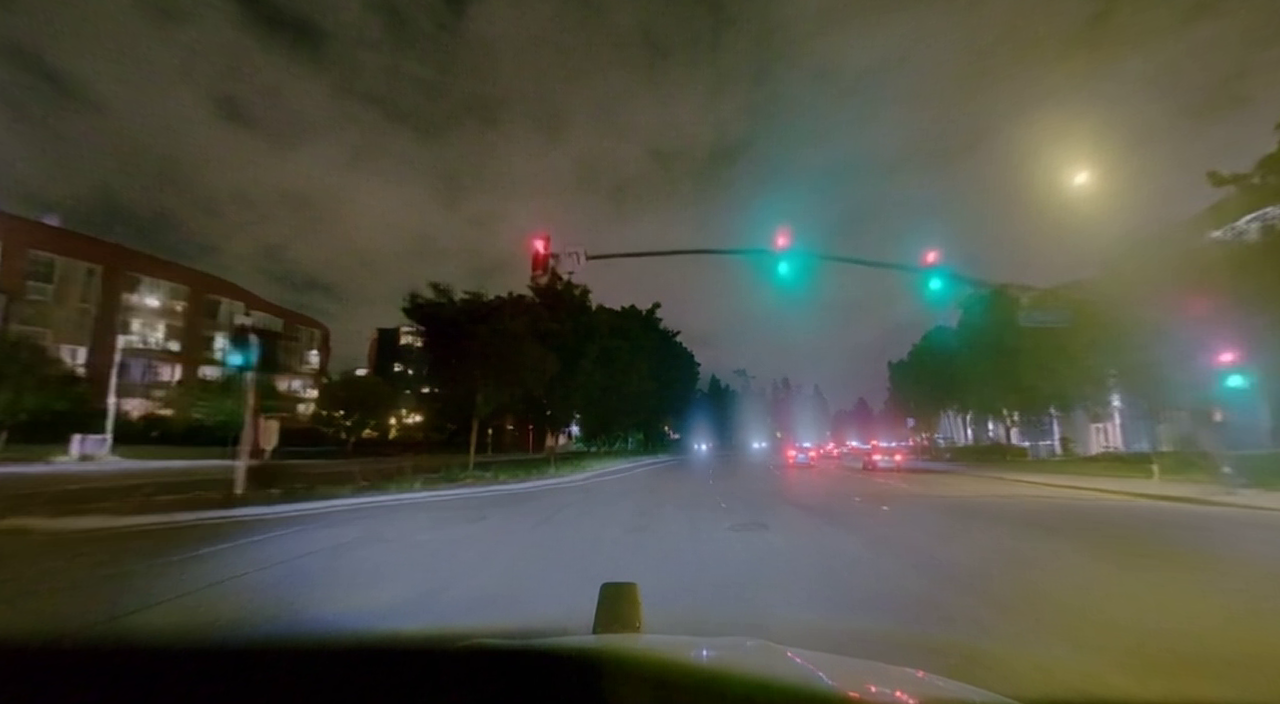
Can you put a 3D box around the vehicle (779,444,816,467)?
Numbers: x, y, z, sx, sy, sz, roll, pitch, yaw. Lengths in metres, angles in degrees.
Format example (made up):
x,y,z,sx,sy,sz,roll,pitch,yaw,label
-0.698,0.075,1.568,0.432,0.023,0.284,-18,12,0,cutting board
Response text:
x,y,z,sx,sy,sz,roll,pitch,yaw,label
10.798,7.124,43.555,1.988,1.460,3.996,-1,-9,8,vehicle
